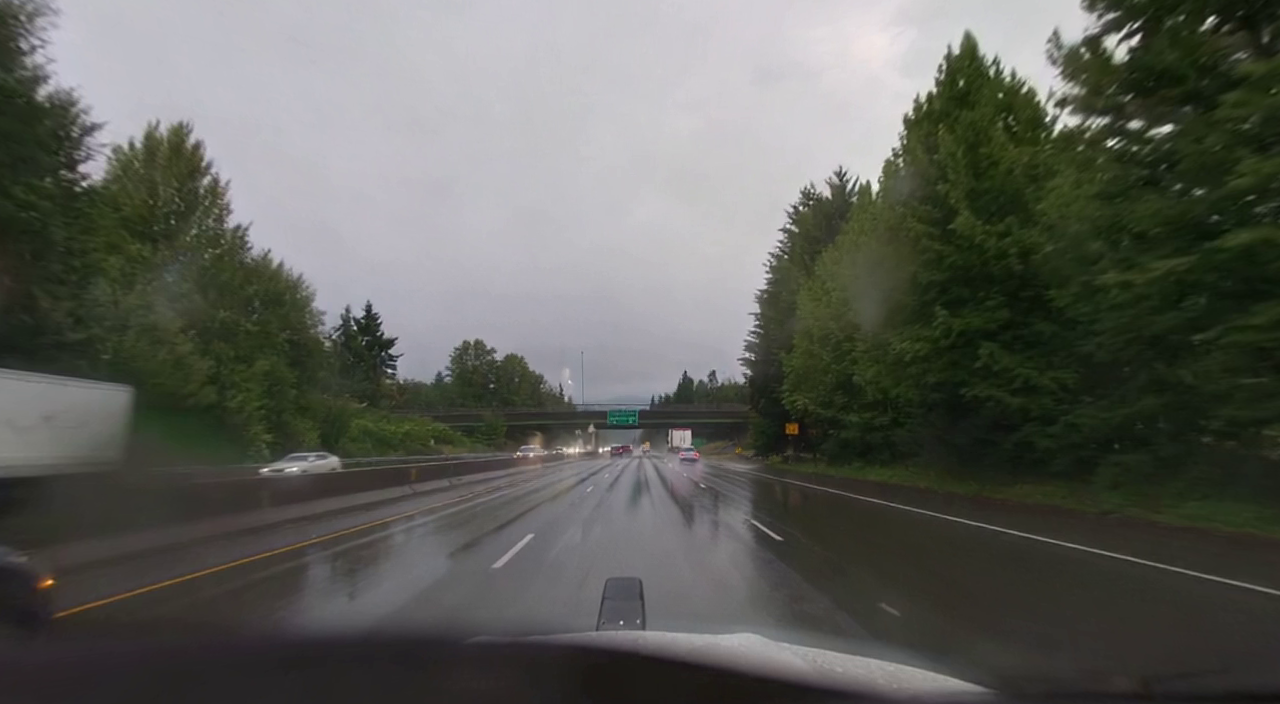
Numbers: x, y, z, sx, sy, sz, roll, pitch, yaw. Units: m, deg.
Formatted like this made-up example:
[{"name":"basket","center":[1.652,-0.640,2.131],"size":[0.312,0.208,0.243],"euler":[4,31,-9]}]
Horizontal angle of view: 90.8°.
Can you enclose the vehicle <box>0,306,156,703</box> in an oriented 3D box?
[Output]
[{"name":"vehicle","center":[-3.368,0.492,0.556],"size":[2.238,1.792,4.518],"euler":[0,-9,0]}]

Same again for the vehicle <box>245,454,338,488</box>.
[{"name":"vehicle","center":[-15.976,5.438,29.221],"size":[1.818,1.418,4.297],"euler":[0,-9,1]}]
